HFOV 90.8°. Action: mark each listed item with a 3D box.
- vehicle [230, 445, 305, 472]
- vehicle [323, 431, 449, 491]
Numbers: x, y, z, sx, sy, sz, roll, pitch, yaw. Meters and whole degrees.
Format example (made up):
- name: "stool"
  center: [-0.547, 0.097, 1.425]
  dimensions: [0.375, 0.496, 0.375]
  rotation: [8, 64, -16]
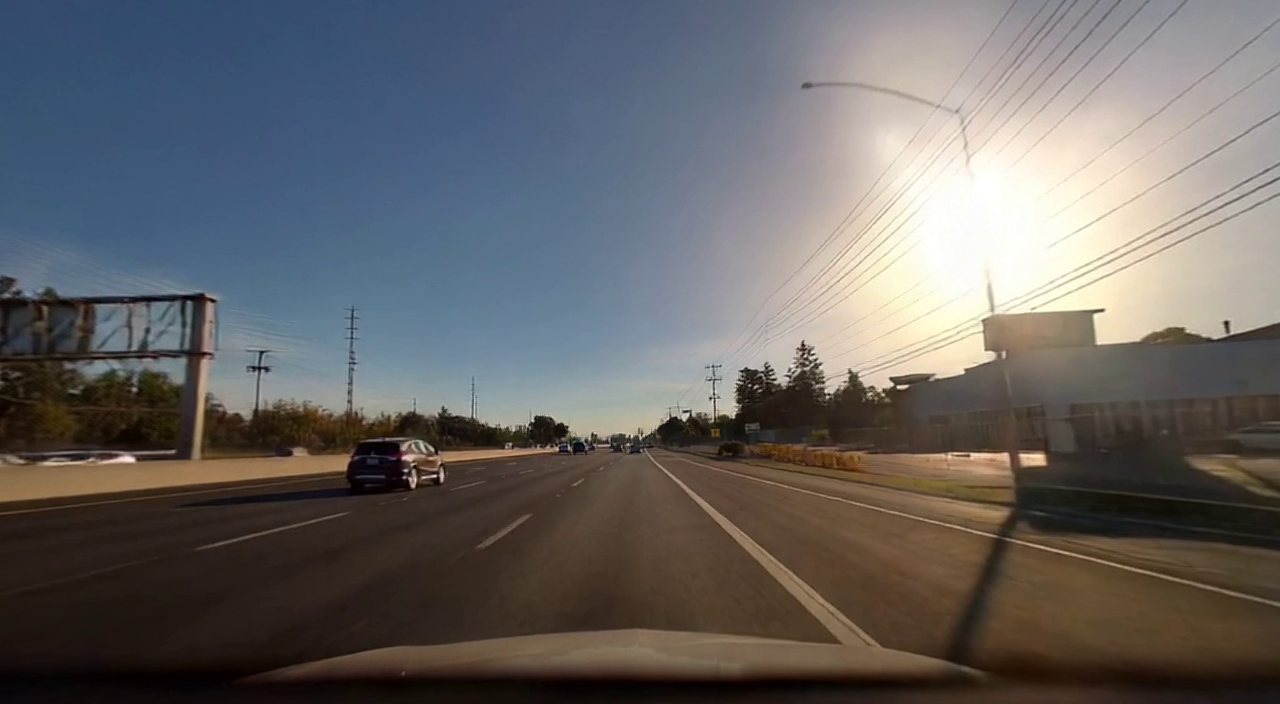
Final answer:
- name: "vehicle"
  center: [-21.700, 6.190, 36.983]
  dimensions: [1.813, 1.444, 4.282]
  rotation: [0, -8, 0]
- name: "vehicle"
  center: [-7.694, 3.366, 19.702]
  dimensions: [2.140, 1.626, 4.457]
  rotation: [1, -9, -1]
